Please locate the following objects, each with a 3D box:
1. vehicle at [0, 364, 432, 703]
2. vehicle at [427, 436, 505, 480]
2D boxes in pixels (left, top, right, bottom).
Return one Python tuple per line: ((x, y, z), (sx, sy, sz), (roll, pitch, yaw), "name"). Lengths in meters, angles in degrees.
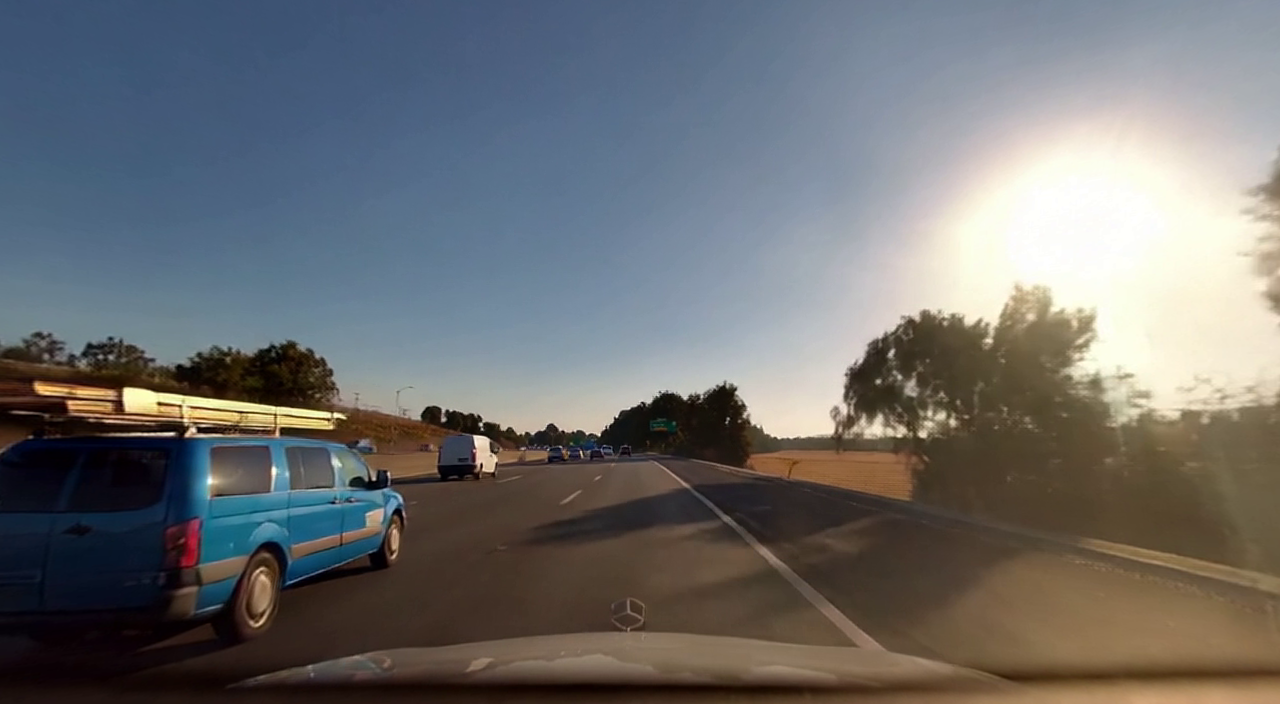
((-3.563, 1.255, 5.162), (2.040, 1.679, 4.865), (0, -9, 0), "vehicle")
((-7.541, 4.650, 27.849), (2.093, 1.752, 4.771), (0, -9, 0), "vehicle")
